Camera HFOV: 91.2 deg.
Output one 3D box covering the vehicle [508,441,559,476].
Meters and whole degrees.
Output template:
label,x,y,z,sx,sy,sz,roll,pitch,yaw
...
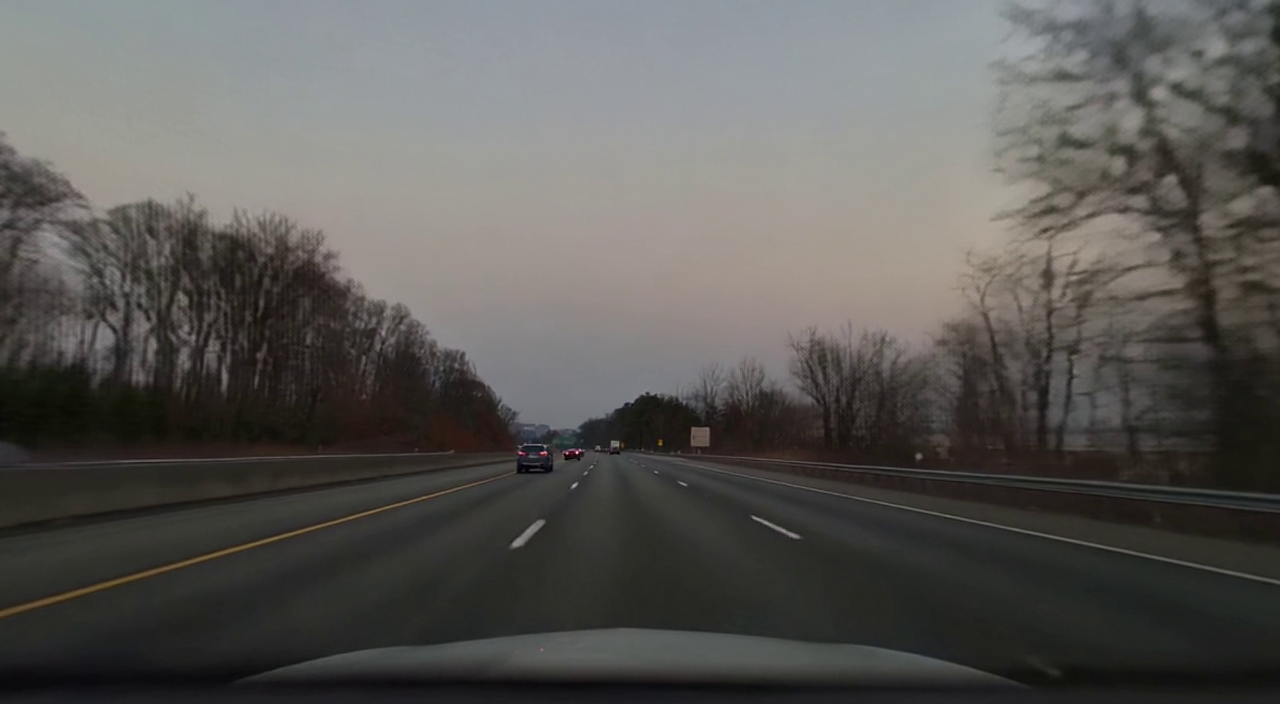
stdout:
label,x,y,z,sx,sy,sz,roll,pitch,yaw
vehicle,-5.508,5.564,32.941,2.151,1.693,4.201,0,-9,-2
